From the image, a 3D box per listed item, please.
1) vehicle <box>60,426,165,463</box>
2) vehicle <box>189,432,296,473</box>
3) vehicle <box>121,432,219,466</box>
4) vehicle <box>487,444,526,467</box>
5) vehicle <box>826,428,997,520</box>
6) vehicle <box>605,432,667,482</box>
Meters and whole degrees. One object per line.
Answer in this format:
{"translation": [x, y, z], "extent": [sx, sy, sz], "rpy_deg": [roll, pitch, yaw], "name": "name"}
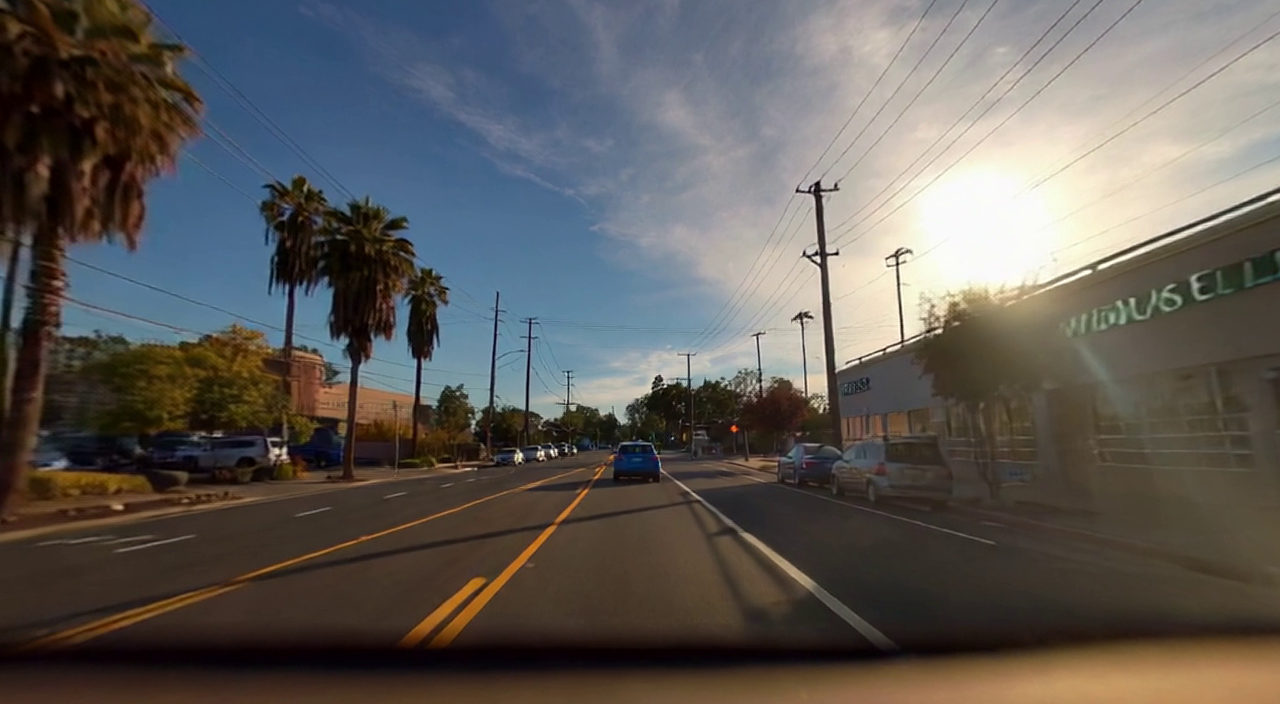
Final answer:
{"translation": [-27.907, 4.926, 33.522], "extent": [2.053, 1.777, 4.503], "rpy_deg": [1, -8, -7], "name": "vehicle"}
{"translation": [-17.588, 4.471, 28.190], "extent": [2.084, 1.678, 4.707], "rpy_deg": [1, -8, -6], "name": "vehicle"}
{"translation": [-22.906, 4.755, 30.924], "extent": [1.829, 1.492, 4.487], "rpy_deg": [1, -8, -8], "name": "vehicle"}
{"translation": [-10.500, 8.146, 49.715], "extent": [2.075, 1.693, 4.696], "rpy_deg": [0, -8, -1], "name": "vehicle"}
{"translation": [5.993, 2.723, 14.613], "extent": [1.945, 1.791, 4.460], "rpy_deg": [0, -8, 0], "name": "vehicle"}
{"translation": [-0.179, 4.185, 25.287], "extent": [2.264, 1.798, 4.563], "rpy_deg": [0, -8, -1], "name": "vehicle"}
